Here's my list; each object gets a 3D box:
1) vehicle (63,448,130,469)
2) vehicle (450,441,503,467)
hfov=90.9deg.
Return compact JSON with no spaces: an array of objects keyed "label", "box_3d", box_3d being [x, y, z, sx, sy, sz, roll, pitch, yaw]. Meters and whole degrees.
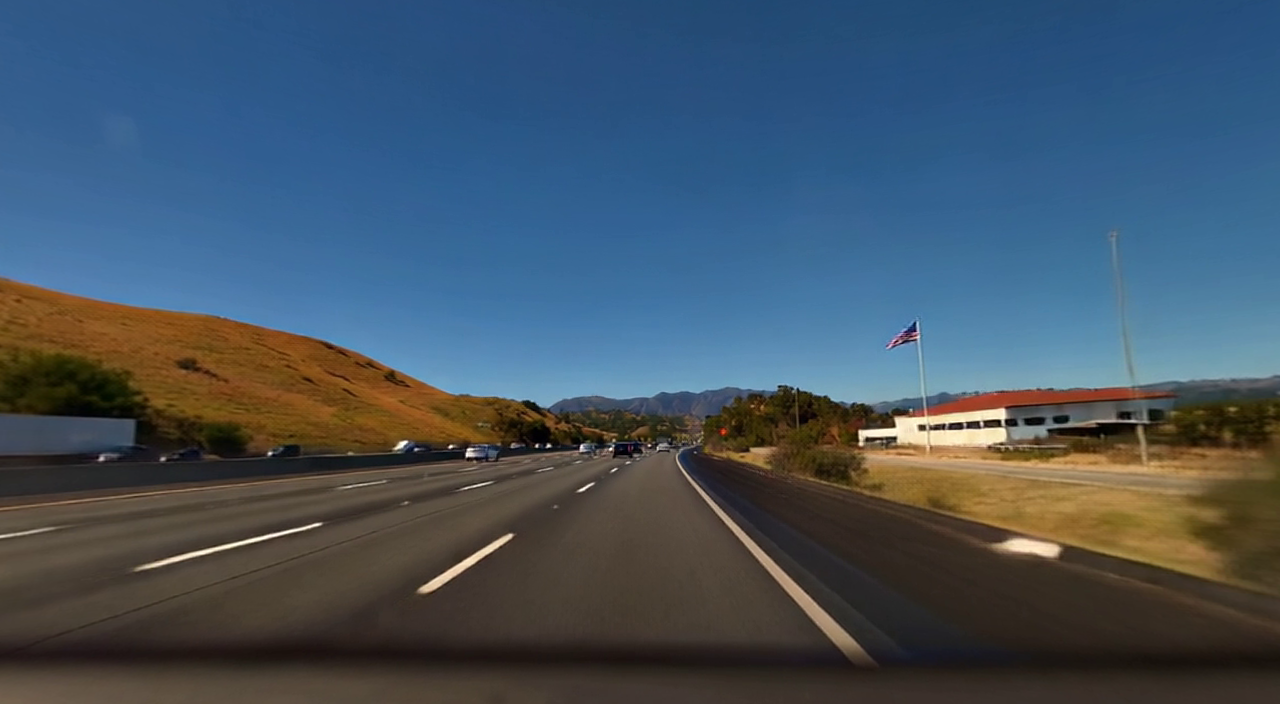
[{"label":"vehicle","box_3d":[-41.201,8.047,47.883,1.711,1.456,3.747,1,-9,0]},{"label":"vehicle","box_3d":[-9.995,6.265,38.981,1.927,1.454,4.395,-1,-8,3]}]
